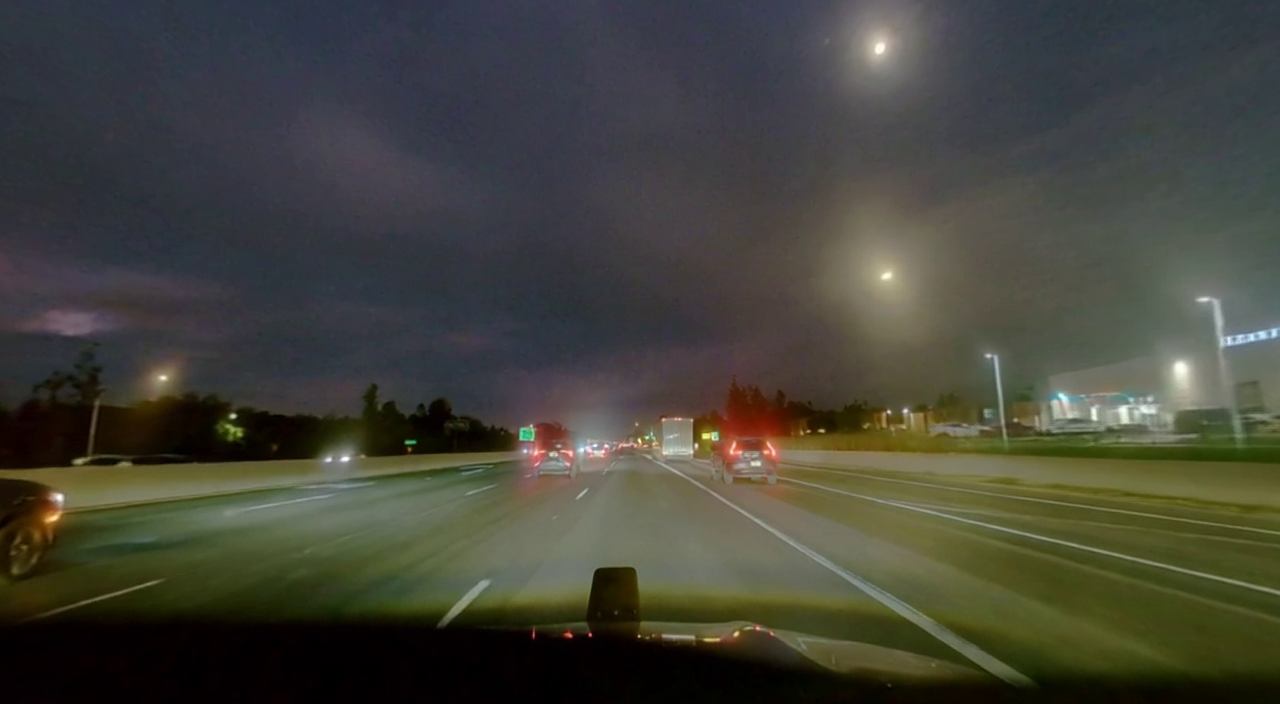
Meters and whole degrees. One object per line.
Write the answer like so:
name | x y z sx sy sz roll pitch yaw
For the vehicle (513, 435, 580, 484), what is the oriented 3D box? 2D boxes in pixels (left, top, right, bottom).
vehicle | -3.634 4.280 25.433 1.987 1.765 4.508 0 -8 0

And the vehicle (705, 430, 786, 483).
vehicle | 3.864 3.944 24.040 2.198 1.807 4.530 0 -8 -2

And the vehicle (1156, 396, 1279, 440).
vehicle | 29.504 3.286 31.107 5.860 2.005 2.510 0 -8 1

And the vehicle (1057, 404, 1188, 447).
vehicle | 29.610 4.554 38.907 6.114 2.103 2.336 -2 -11 -5
